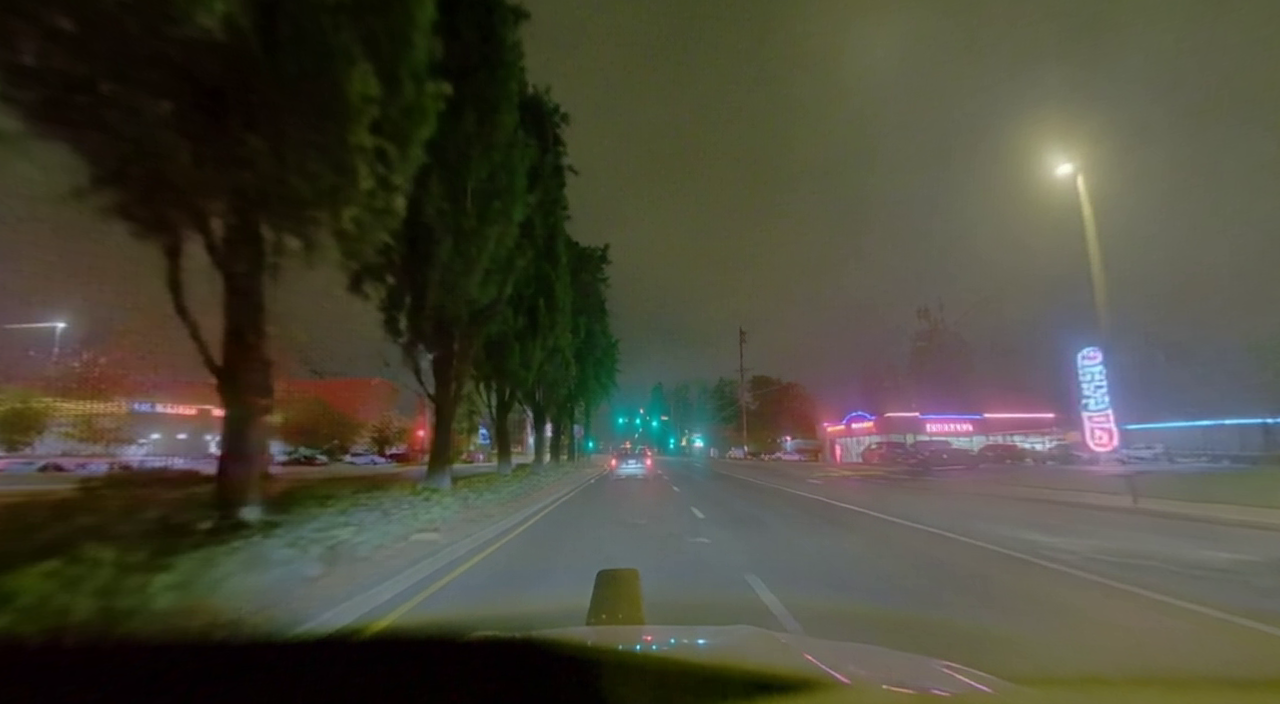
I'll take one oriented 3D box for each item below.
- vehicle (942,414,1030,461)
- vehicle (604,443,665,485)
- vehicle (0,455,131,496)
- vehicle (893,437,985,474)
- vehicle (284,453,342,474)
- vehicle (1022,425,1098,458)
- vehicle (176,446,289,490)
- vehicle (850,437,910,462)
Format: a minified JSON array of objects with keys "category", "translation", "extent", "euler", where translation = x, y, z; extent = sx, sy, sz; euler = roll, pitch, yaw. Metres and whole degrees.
[{"category":"vehicle","translation":[27.014,6.763,49.766],"extent":[2.764,3.374,7.305],"euler":[0,-8,0]},{"category":"vehicle","translation":[-0.220,4.359,24.935],"extent":[2.185,1.473,3.925],"euler":[0,-8,-1]},{"category":"vehicle","translation":[-24.008,5.046,26.274],"extent":[1.915,1.460,4.717],"euler":[0,-8,-3]},{"category":"vehicle","translation":[15.873,5.527,33.931],"extent":[2.377,1.783,5.145],"euler":[0,-8,-1]},{"category":"vehicle","translation":[-24.775,8.421,48.079],"extent":[1.893,1.451,4.809],"euler":[0,-8,-1]},{"category":"vehicle","translation":[32.780,7.046,49.561],"extent":[2.209,2.346,5.394],"euler":[-2,-8,2]},{"category":"vehicle","translation":[-19.315,5.478,30.303],"extent":[2.129,1.794,4.967],"euler":[-2,-8,0]},{"category":"vehicle","translation":[18.653,7.615,49.448],"extent":[2.253,1.771,5.722],"euler":[0,-8,-2]}]
